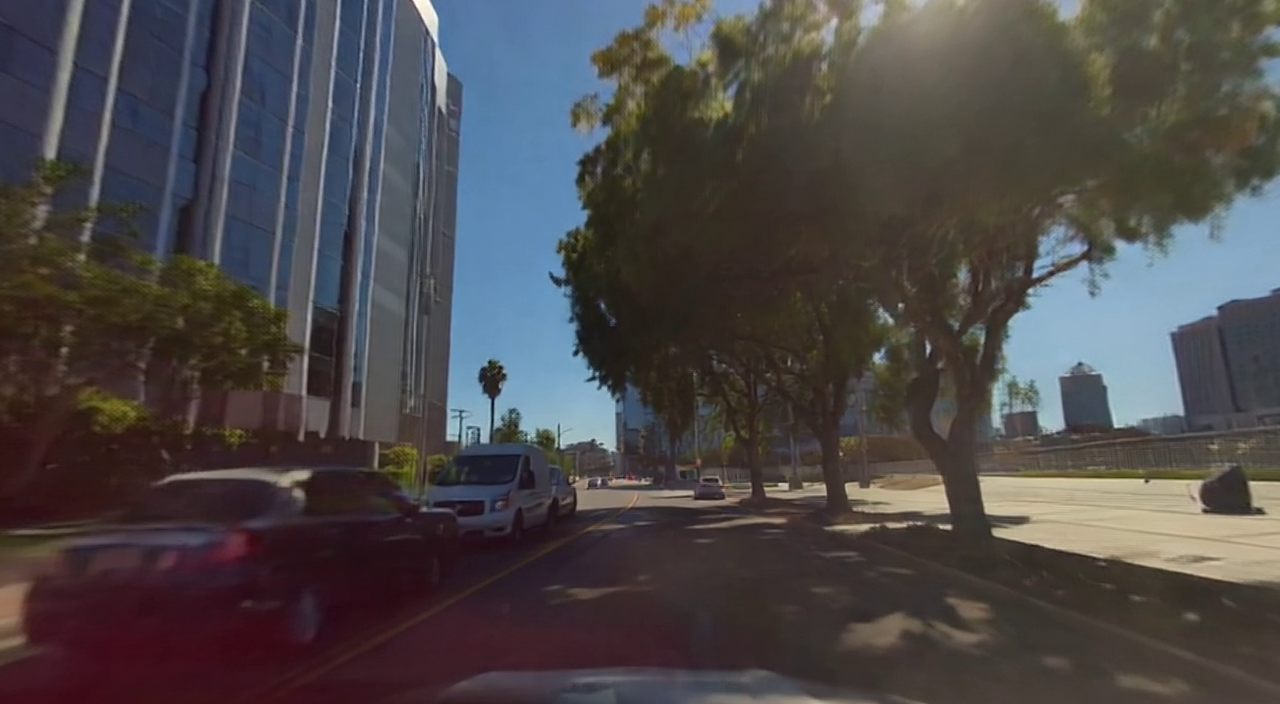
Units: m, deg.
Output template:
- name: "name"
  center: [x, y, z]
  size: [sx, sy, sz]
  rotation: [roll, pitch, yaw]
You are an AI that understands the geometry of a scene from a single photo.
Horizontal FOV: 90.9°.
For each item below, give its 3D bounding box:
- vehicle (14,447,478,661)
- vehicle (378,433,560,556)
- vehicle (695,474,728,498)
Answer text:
- name: "vehicle"
  center: [-3.463, 1.911, 6.922]
  size: [1.853, 1.495, 4.632]
  rotation: [-2, -11, 4]
- name: "vehicle"
  center: [-3.228, 2.888, 13.216]
  size: [2.148, 2.024, 4.884]
  rotation: [0, -11, 3]
- name: "vehicle"
  center: [4.635, 8.777, 41.526]
  size: [1.899, 1.470, 3.666]
  rotation: [0, -11, 2]
